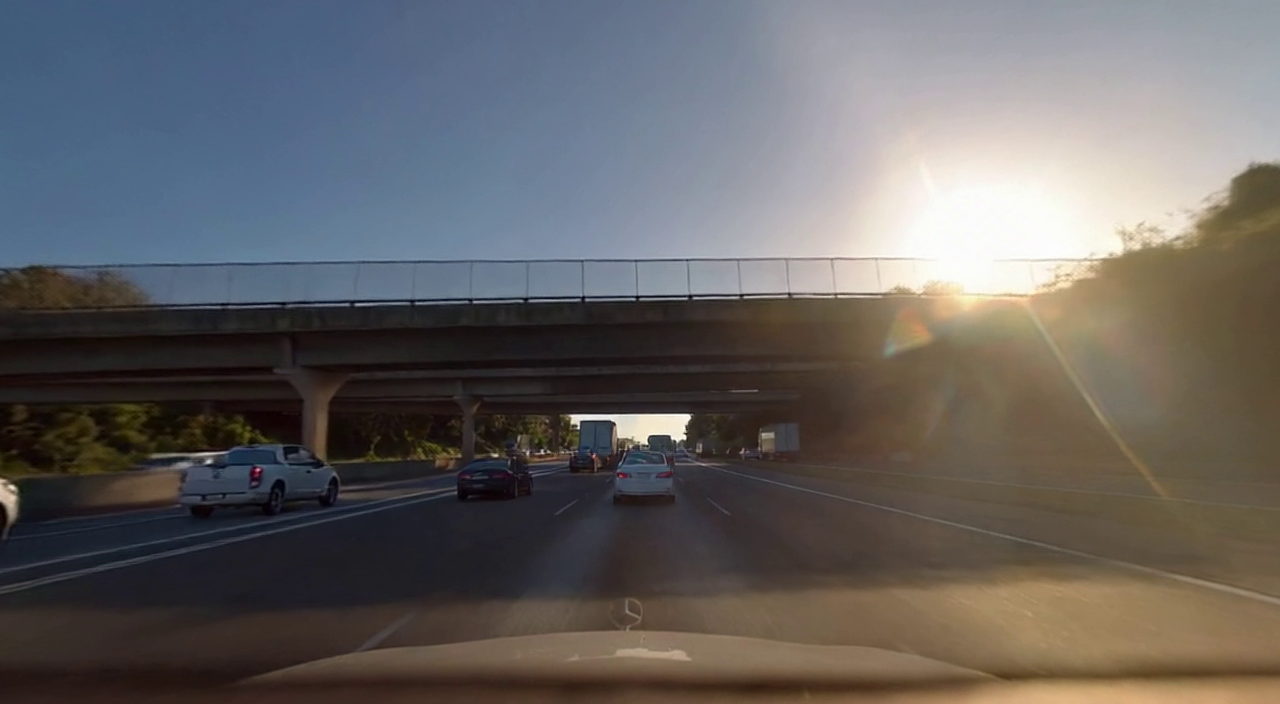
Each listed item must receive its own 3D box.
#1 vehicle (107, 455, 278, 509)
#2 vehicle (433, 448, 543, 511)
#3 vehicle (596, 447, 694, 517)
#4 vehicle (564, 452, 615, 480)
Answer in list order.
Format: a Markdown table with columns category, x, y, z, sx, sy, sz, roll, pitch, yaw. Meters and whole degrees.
| category | x | y | z | sx | sy | sz | roll | pitch | yaw |
| --- | --- | --- | --- | --- | --- | --- | --- | --- | --- |
| vehicle | -13.973 | 4.052 | 20.113 | 1.940 | 1.482 | 4.610 | -1 | -9 | 2 |
| vehicle | -4.068 | 3.470 | 17.670 | 1.929 | 1.509 | 4.331 | 0 | -9 | 1 |
| vehicle | 0.110 | 3.055 | 15.315 | 2.057 | 1.449 | 3.931 | 0 | -9 | 0 |
| vehicle | -2.851 | 6.263 | 34.912 | 1.952 | 1.402 | 4.184 | 2 | -9 | -16 |
